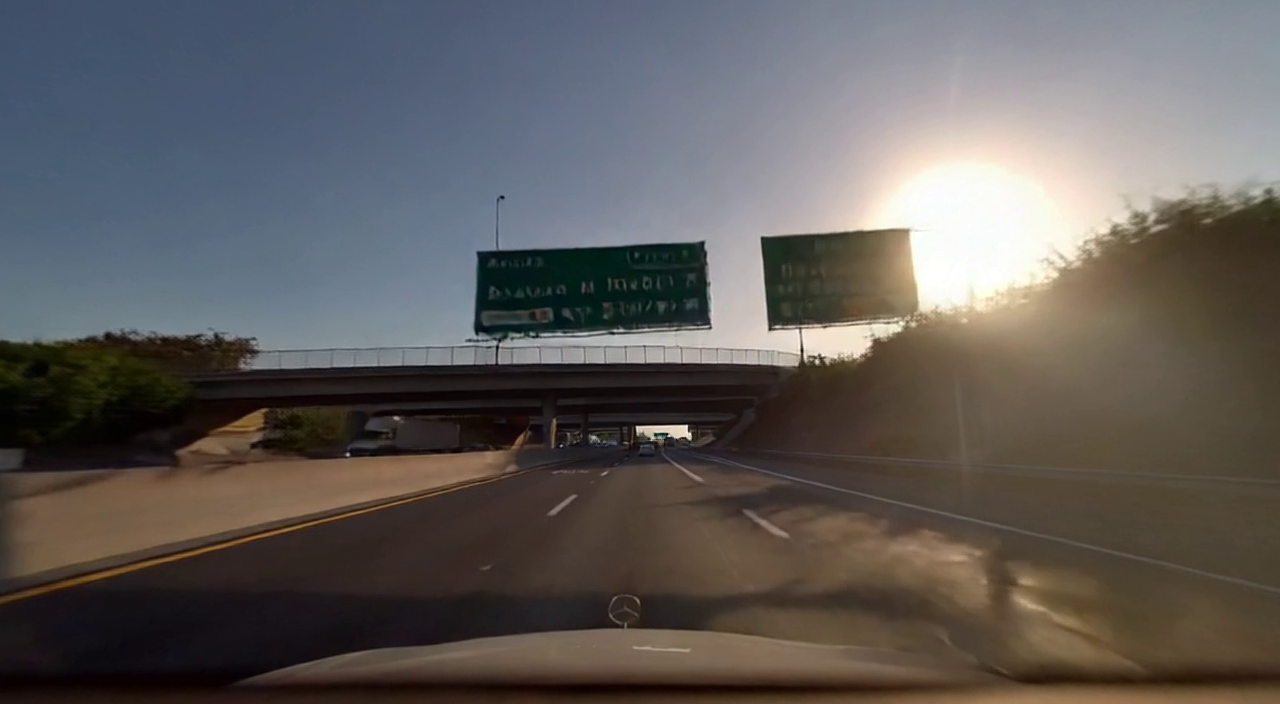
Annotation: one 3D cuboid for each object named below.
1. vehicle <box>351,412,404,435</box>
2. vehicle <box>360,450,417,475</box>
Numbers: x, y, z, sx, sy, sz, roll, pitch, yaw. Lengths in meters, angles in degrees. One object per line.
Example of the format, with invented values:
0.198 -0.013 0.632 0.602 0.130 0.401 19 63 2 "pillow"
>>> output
-20.247 5.574 48.605 2.010 1.679 4.548 0 -7 2 "vehicle"
-16.389 7.202 41.154 1.853 1.544 4.416 0 -8 1 "vehicle"
